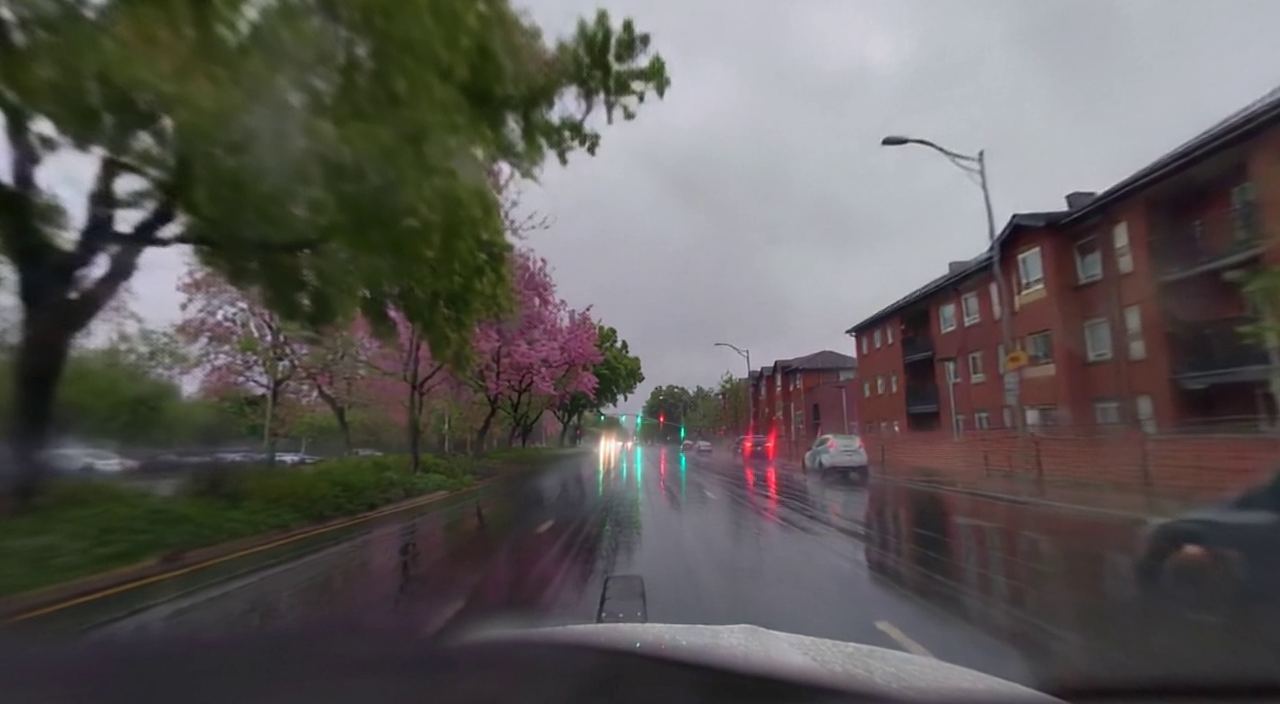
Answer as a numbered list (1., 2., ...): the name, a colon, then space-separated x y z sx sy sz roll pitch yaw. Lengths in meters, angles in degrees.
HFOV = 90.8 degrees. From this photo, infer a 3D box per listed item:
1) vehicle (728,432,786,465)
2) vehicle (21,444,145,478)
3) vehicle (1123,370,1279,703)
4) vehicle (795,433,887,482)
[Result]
1. vehicle: 7.061 5.908 38.783 2.450 1.892 5.107 0 -8 -2
2. vehicle: -33.589 6.581 38.212 5.605 1.774 2.197 -3 -9 3
3. vehicle: 3.841 0.674 1.503 1.984 1.580 4.413 -1 -8 2
4. vehicle: 7.290 3.873 23.455 1.940 1.647 4.309 0 -8 -1
